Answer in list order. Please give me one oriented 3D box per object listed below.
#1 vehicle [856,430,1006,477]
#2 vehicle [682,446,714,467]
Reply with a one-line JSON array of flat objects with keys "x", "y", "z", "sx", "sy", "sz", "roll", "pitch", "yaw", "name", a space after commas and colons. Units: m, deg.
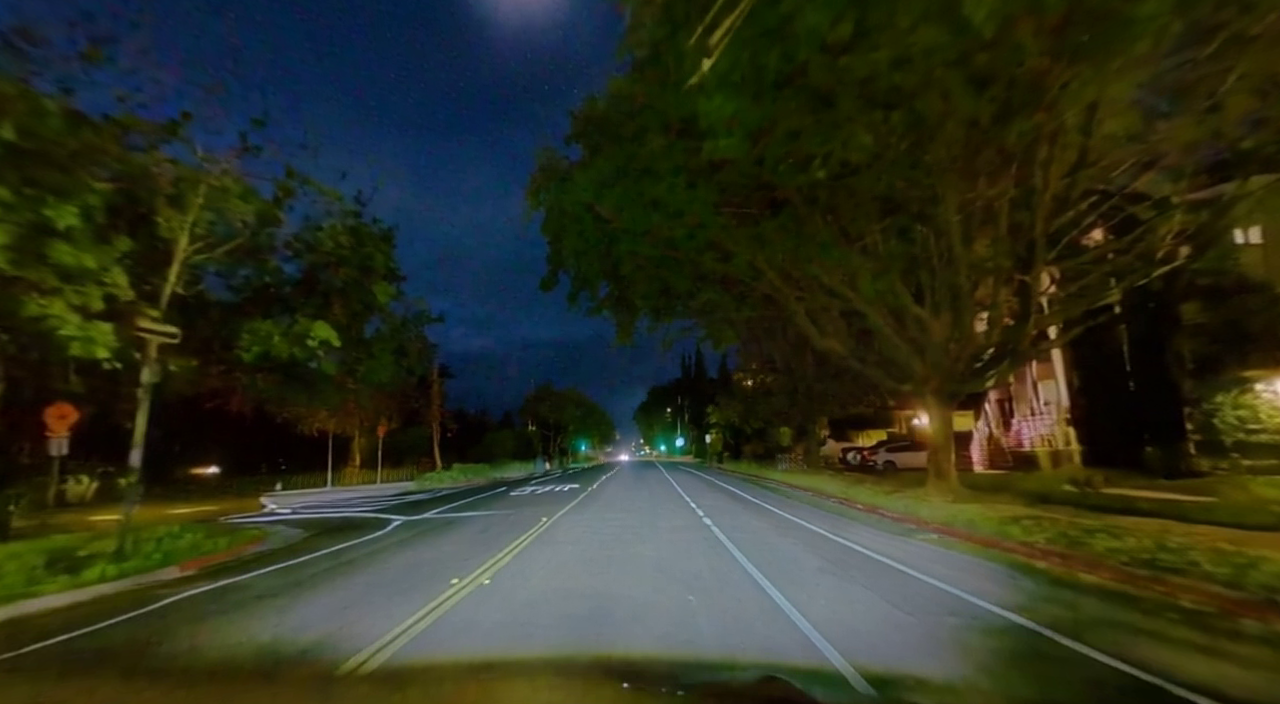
[{"x": 11.094, "y": 3.940, "z": 24.526, "sx": 1.904, "sy": 1.626, "sz": 5.012, "roll": 6, "pitch": -11, "yaw": -31, "name": "vehicle"}, {"x": 4.359, "y": 7.920, "z": 48.008, "sx": 1.997, "sy": 1.462, "sz": 4.233, "roll": 0, "pitch": -9, "yaw": 0, "name": "vehicle"}]
